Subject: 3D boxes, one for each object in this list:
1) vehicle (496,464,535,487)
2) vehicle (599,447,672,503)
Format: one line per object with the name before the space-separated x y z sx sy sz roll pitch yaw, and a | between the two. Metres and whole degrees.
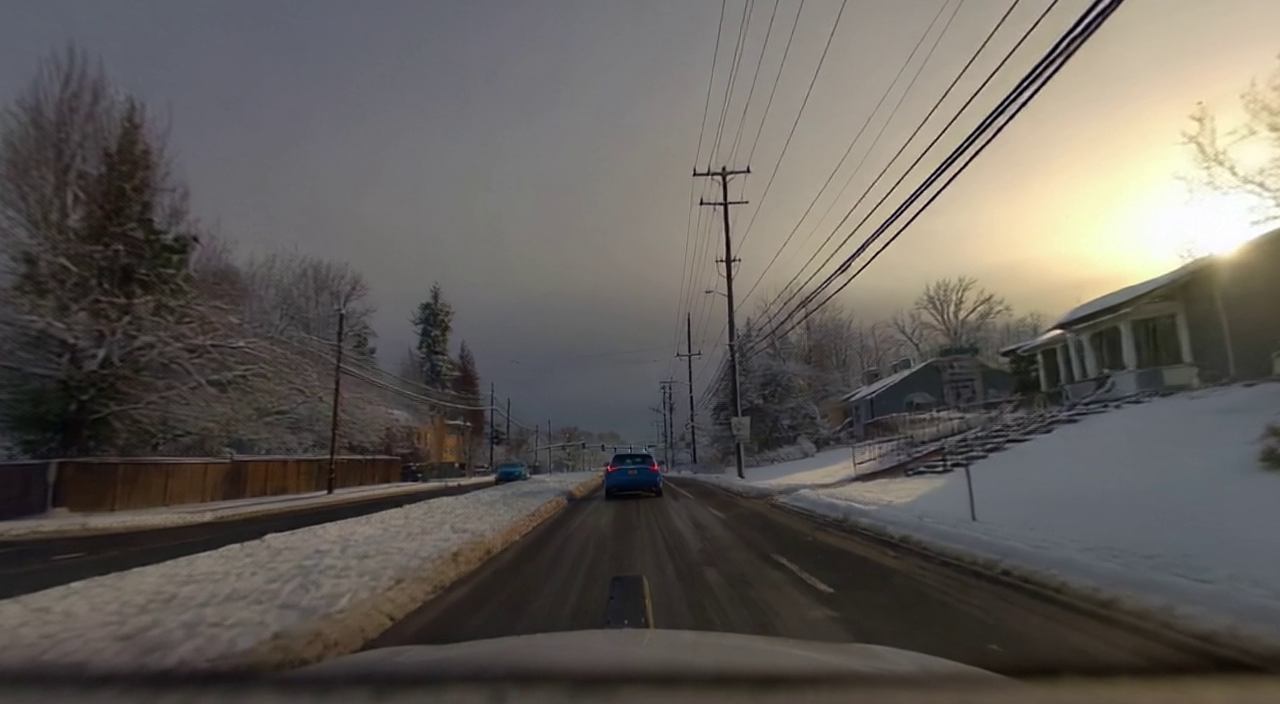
vehicle | -9.457 9.418 48.176 1.960 1.490 4.674 0 -8 1
vehicle | -0.160 4.016 21.124 2.200 1.653 4.127 0 -8 0
